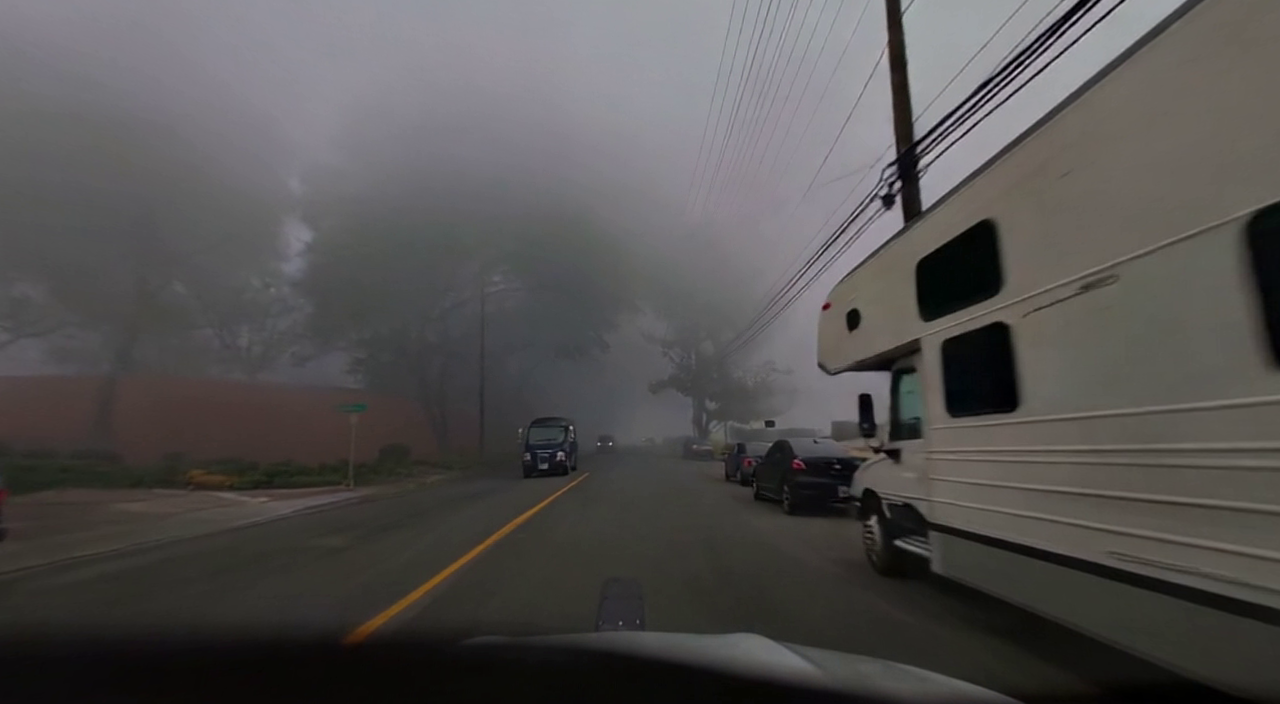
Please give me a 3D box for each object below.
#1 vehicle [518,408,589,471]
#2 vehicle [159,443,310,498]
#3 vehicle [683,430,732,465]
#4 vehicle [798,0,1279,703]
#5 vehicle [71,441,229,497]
[{"bbox_3d":[-3.728,3.978,28.703,2.280,2.522,6.402,0,-8,0],"label":"vehicle"},{"bbox_3d":[-12.393,3.603,19.736,1.879,1.502,4.386,0,-8,-1],"label":"vehicle"},{"bbox_3d":[3.765,5.450,36.129,2.112,1.848,4.913,0,-8,-2],"label":"vehicle"},{"bbox_3d":[3.831,0.068,4.163,3.029,3.860,7.726,-5,-10,-2],"label":"vehicle"},{"bbox_3d":[-14.954,3.540,19.595,1.895,1.537,3.790,0,-8,-2],"label":"vehicle"}]
